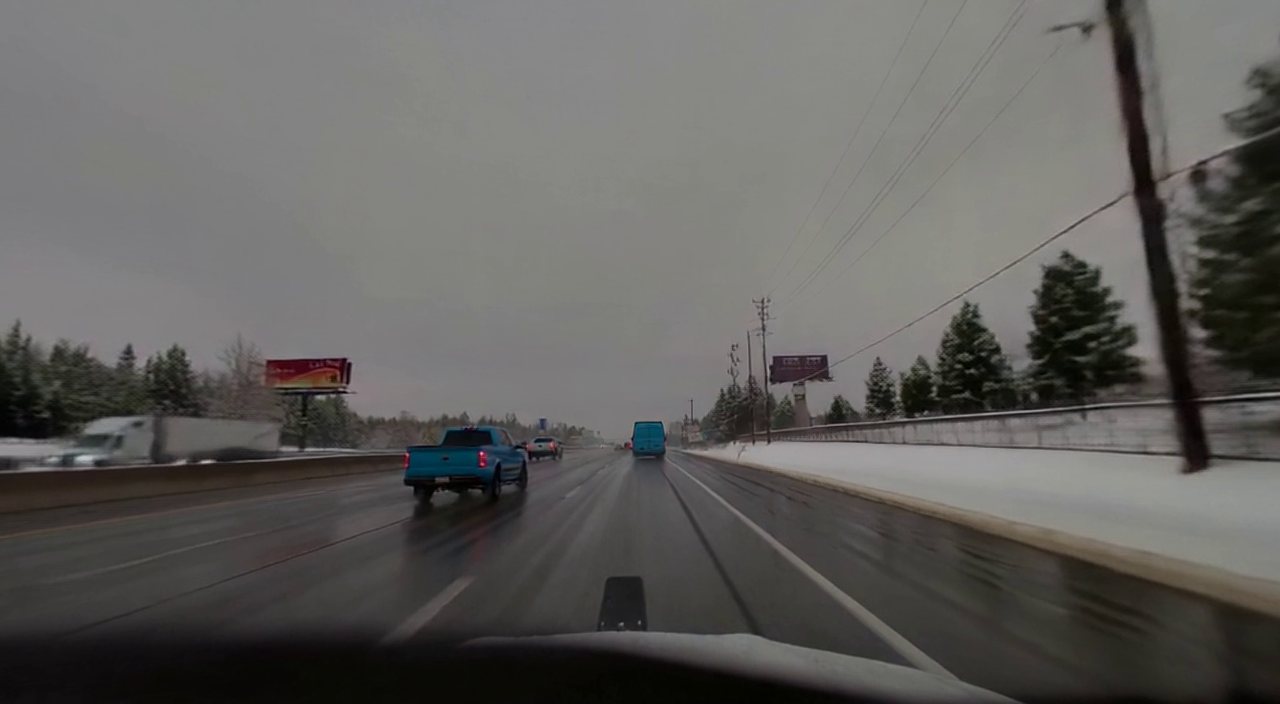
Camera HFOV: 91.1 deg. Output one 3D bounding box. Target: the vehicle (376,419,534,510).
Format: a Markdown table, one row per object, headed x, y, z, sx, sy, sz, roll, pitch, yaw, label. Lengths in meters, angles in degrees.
| x | y | z | sx | sy | sz | roll | pitch | yaw | label |
| --- | --- | --- | --- | --- | --- | --- | --- | --- | --- |
| -3.960 | 2.495 | 14.471 | 2.145 | 1.730 | 4.729 | -1 | -8 | 1 | vehicle |

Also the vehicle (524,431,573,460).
| x | y | z | sx | sy | sz | roll | pitch | yaw | label |
| --- | --- | --- | --- | --- | --- | --- | --- | --- | --- |
| -6.999 | 7.261 | 49.067 | 2.695 | 2.084 | 6.836 | -1 | -8 | 1 | vehicle |

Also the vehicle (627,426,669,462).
| x | y | z | sx | sy | sz | roll | pitch | yaw | label |
| --- | --- | --- | --- | --- | --- | --- | --- | --- | --- |
| 0.534 | 6.358 | 43.570 | 2.692 | 2.279 | 5.695 | 0 | -8 | 0 | vehicle |

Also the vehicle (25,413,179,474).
| x | y | z | sx | sy | sz | roll | pitch | yaw | label |
| --- | --- | --- | --- | --- | --- | --- | --- | --- | --- |
| -36.417 | 6.215 | 43.084 | 3.036 | 3.726 | 8.384 | 0 | -8 | 0 | vehicle |
